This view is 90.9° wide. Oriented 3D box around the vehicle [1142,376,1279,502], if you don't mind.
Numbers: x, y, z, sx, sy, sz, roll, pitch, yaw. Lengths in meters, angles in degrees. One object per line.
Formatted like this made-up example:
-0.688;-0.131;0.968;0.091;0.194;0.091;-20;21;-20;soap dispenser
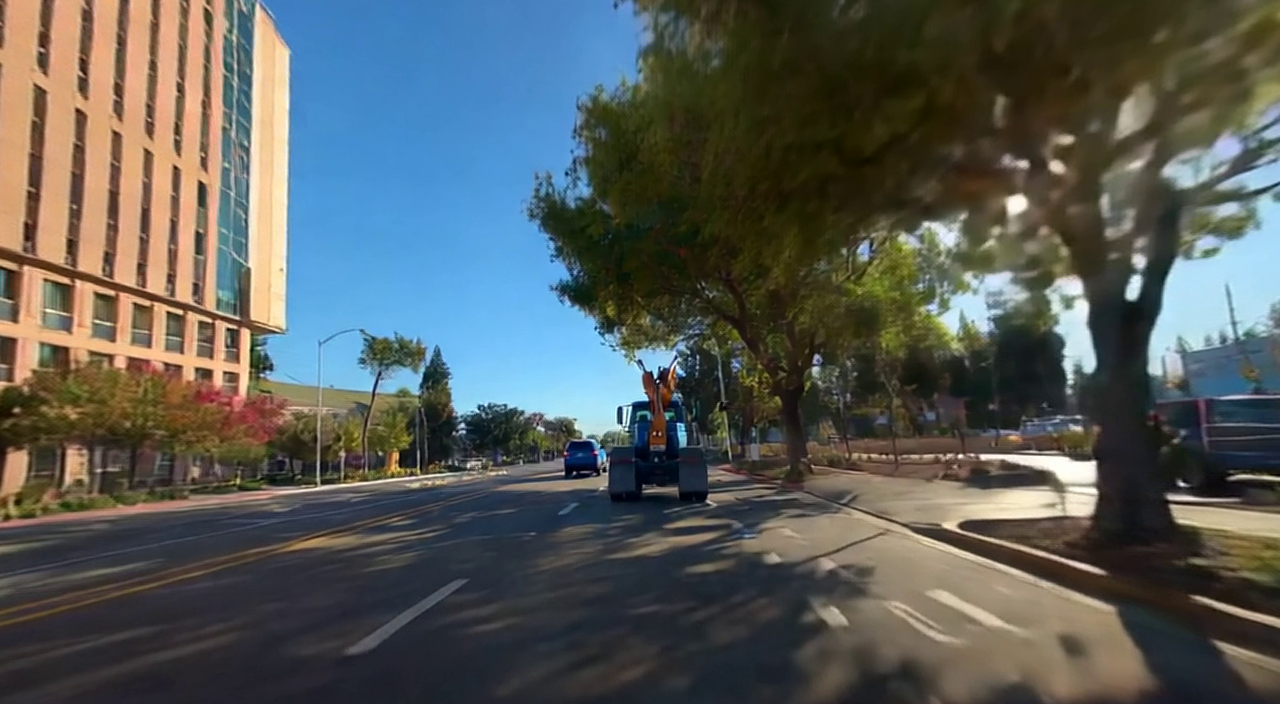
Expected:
10.265;1.158;8.761;2.186;1.783;4.716;-1;-8;-9;vehicle

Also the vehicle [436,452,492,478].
-11.027;7.055;39.785;1.939;1.496;4.678;-1;-9;3;vehicle

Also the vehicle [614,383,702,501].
0.475;3.535;24.559;2.552;3.461;11.044;-2;-9;-1;vehicle

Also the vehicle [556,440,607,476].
-2.880;5.366;32.064;2.081;1.688;4.235;0;-9;2;vehicle

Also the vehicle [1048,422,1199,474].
16.987;3.404;22.428;1.845;1.593;3.941;-2;-8;-8;vehicle
